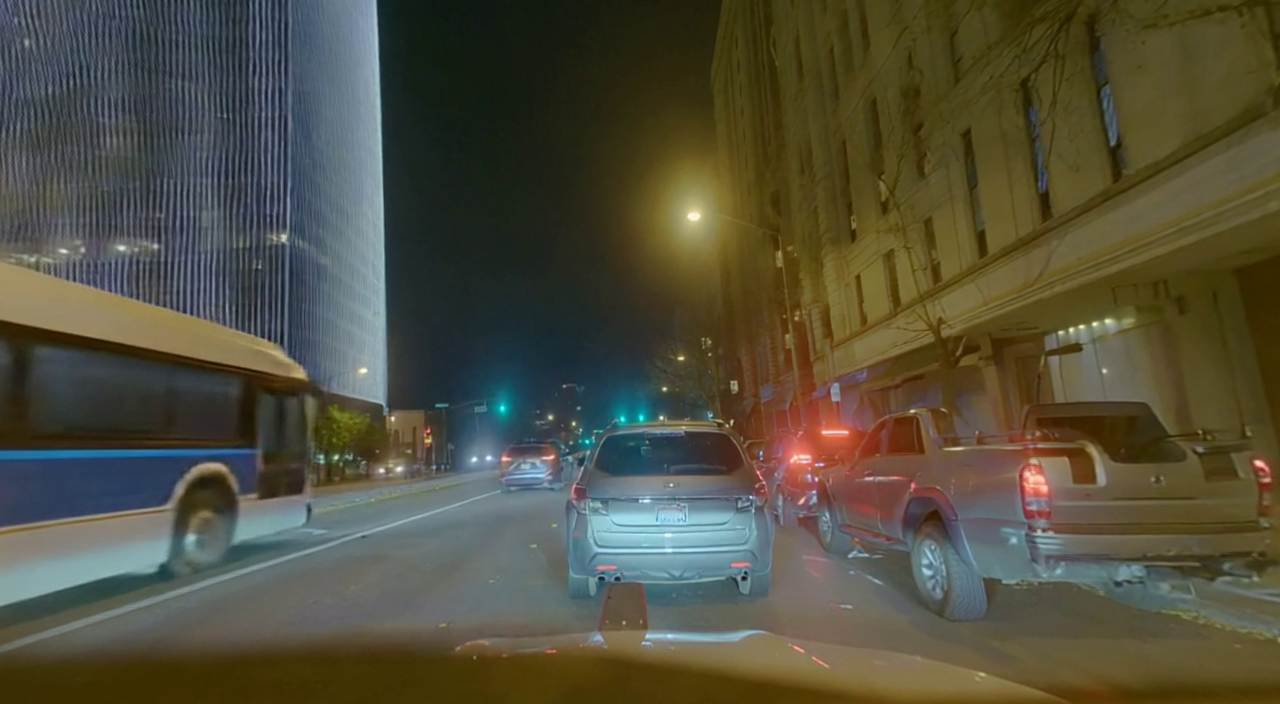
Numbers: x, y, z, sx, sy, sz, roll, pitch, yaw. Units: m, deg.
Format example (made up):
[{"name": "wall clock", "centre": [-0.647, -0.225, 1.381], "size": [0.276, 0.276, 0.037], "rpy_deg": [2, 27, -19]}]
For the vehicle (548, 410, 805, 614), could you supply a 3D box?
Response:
[{"name": "vehicle", "centre": [0.233, 1.546, 6.889], "size": [2.045, 1.608, 3.573], "rpy_deg": [0, -9, -2]}]

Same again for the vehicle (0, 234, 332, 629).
[{"name": "vehicle", "centre": [-6.988, 0.714, 5.634], "size": [3.152, 3.309, 10.159], "rpy_deg": [0, -9, 1]}]

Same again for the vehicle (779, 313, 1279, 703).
[{"name": "vehicle", "centre": [2.754, 1.110, 5.000], "size": [2.117, 1.855, 4.794], "rpy_deg": [0, -9, -1]}]

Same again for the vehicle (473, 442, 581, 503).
[{"name": "vehicle", "centre": [-2.996, 3.307, 17.848], "size": [2.088, 1.483, 4.708], "rpy_deg": [0, -9, 1]}]

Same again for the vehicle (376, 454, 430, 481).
[{"name": "vehicle", "centre": [-16.272, 7.948, 43.519], "size": [1.887, 1.709, 4.403], "rpy_deg": [0, -9, 2]}]
